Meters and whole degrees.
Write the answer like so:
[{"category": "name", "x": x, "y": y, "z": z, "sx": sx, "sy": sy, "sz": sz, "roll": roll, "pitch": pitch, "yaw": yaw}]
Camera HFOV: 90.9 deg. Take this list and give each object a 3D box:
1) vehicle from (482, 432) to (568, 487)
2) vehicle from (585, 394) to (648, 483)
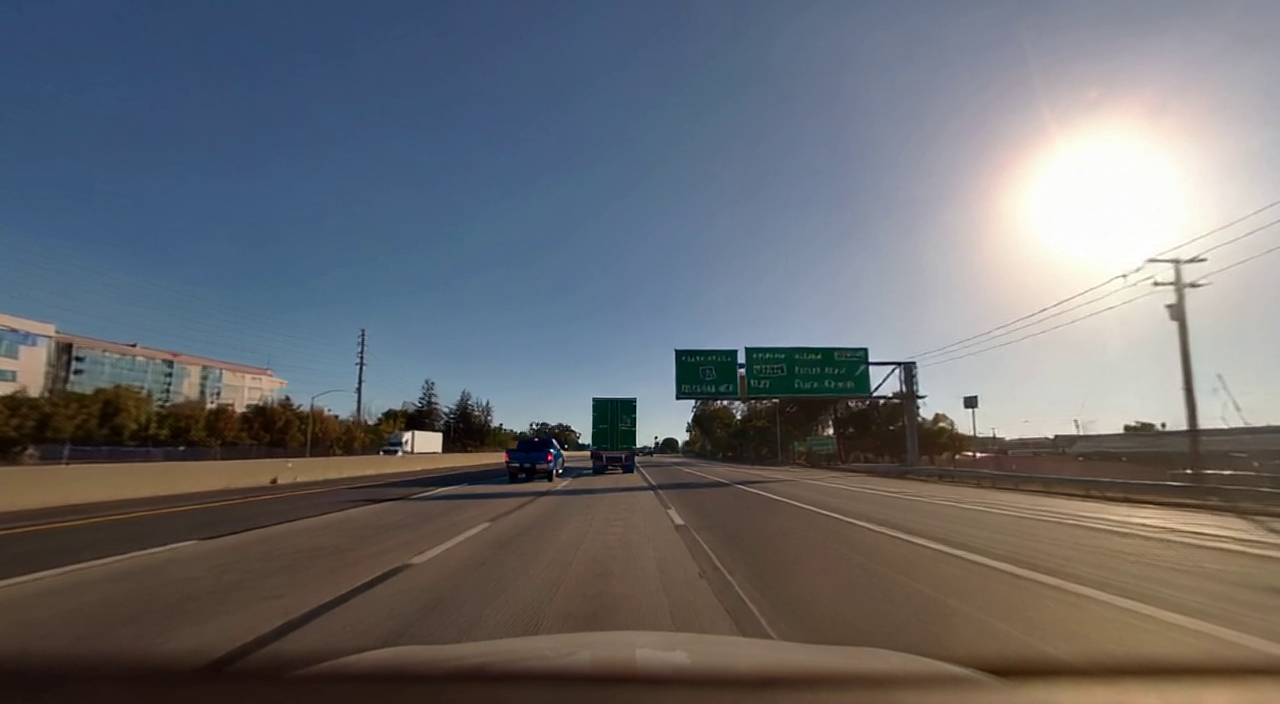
[{"category": "vehicle", "x": -4.930, "y": 4.754, "z": 28.300, "sx": 2.749, "sy": 2.141, "sz": 6.515, "roll": 0, "pitch": -8, "yaw": -1}, {"category": "vehicle", "x": -1.253, "y": 4.921, "z": 35.517, "sx": 2.879, "sy": 4.085, "sz": 13.125, "roll": 0, "pitch": -8, "yaw": -1}]
